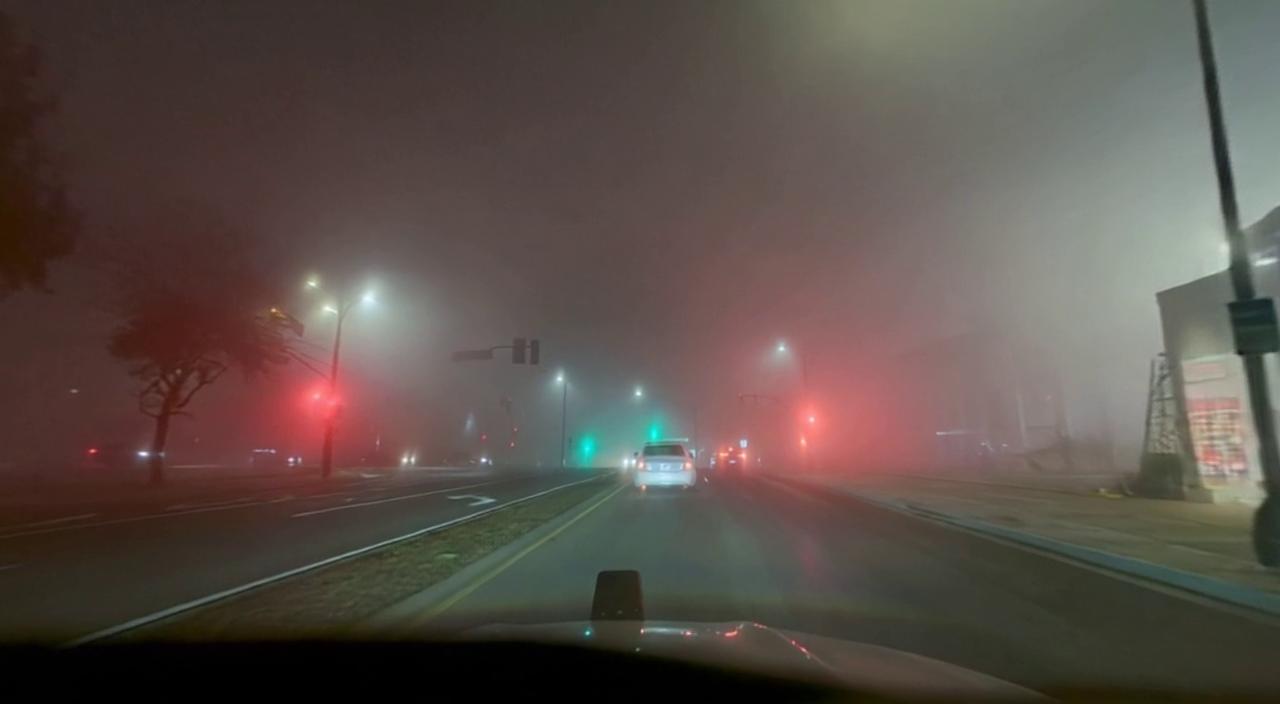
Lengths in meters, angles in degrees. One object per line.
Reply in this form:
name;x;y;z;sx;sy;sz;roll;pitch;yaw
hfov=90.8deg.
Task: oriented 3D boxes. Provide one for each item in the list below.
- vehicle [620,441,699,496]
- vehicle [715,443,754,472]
vehicle;0.690;3.555;19.699;2.173;1.479;4.264;-1;-9;4
vehicle;6.322;7.105;42.692;2.092;1.851;4.913;0;-9;2
